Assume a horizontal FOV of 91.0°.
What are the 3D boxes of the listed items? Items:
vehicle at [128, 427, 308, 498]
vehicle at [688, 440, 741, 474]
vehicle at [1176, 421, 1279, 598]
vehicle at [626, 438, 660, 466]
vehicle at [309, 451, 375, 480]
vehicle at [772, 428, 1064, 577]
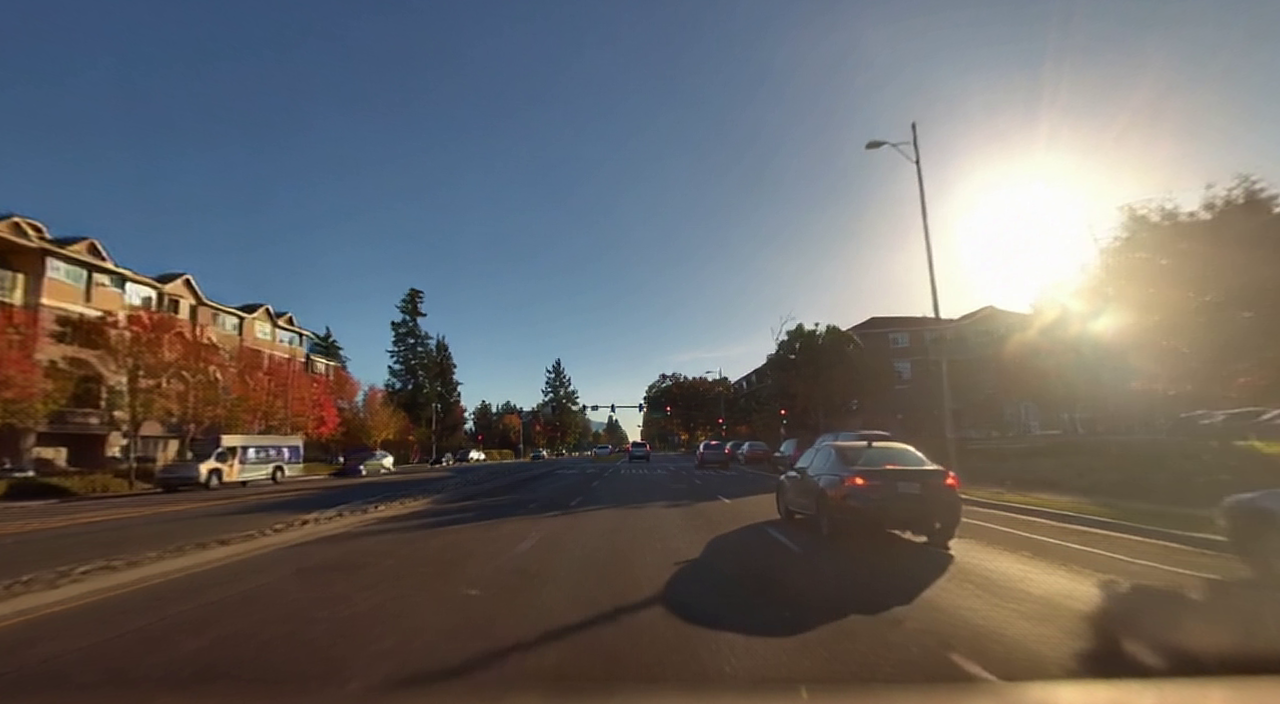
[{"bbox_3d":[-22.147,5.863,34.084,2.961,3.271,9.547,0,-9,1],"label":"vehicle"},{"bbox_3d":[3.696,5.329,32.149,2.178,1.546,4.311,0,-9,0],"label":"vehicle"},{"bbox_3d":[6.842,1.232,4.441,2.061,1.593,4.602,0,-9,0],"label":"vehicle"},{"bbox_3d":[0.209,6.928,43.685,2.239,1.856,4.815,0,-9,0],"label":"vehicle"},{"bbox_3d":[-18.716,7.143,39.793,1.962,1.691,4.328,0,-9,1],"label":"vehicle"},{"bbox_3d":[3.336,1.892,8.785,1.977,1.498,4.521,0,-9,0],"label":"vehicle"}]
